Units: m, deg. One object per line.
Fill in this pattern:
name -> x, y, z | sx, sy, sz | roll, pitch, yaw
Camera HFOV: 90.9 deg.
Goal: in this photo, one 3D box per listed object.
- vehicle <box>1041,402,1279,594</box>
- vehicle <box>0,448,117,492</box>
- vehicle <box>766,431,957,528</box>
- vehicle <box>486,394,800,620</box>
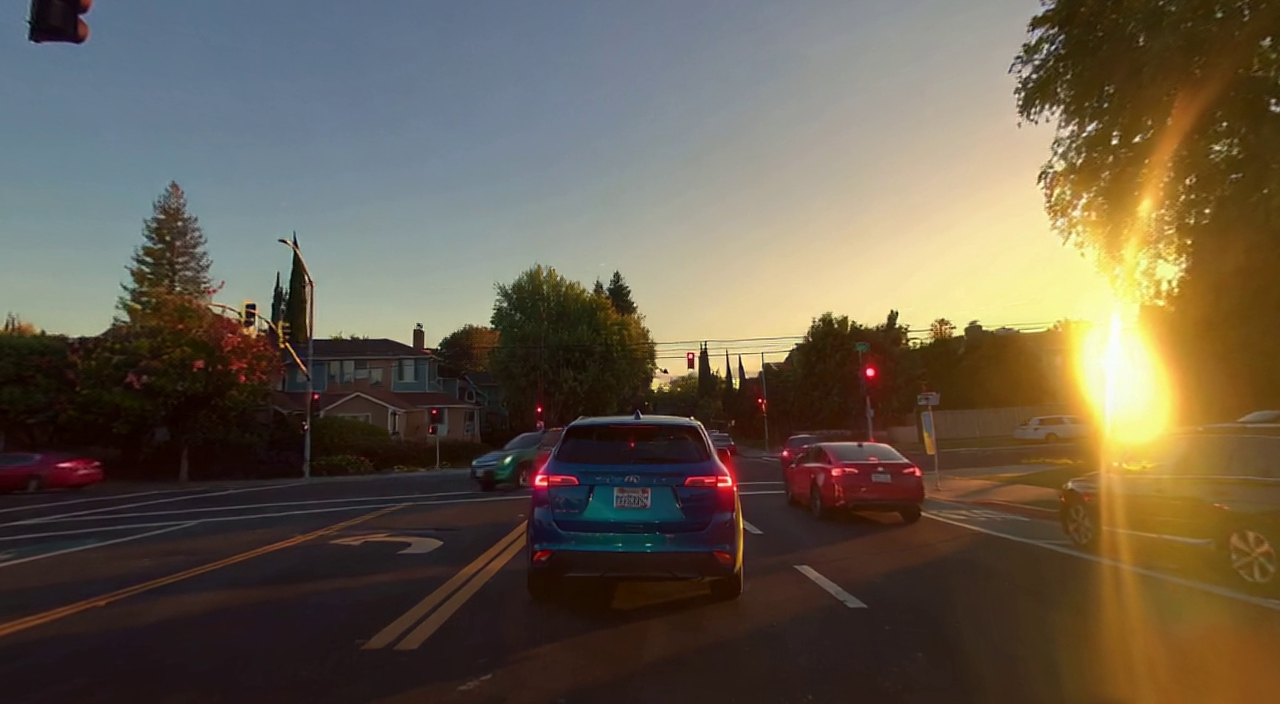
vehicle -> 7.028, 1.535, 7.044 | 1.989, 1.791, 4.735 | 0, -8, 1
vehicle -> -22.057, 4.197, 22.542 | 4.723, 1.486, 1.800 | 4, -9, -25
vehicle -> 3.979, 2.370, 12.389 | 2.077, 1.527, 4.755 | 0, -8, 1
vehicle -> 0.053, 1.469, 6.938 | 2.322, 1.667, 4.367 | 0, -8, 1
